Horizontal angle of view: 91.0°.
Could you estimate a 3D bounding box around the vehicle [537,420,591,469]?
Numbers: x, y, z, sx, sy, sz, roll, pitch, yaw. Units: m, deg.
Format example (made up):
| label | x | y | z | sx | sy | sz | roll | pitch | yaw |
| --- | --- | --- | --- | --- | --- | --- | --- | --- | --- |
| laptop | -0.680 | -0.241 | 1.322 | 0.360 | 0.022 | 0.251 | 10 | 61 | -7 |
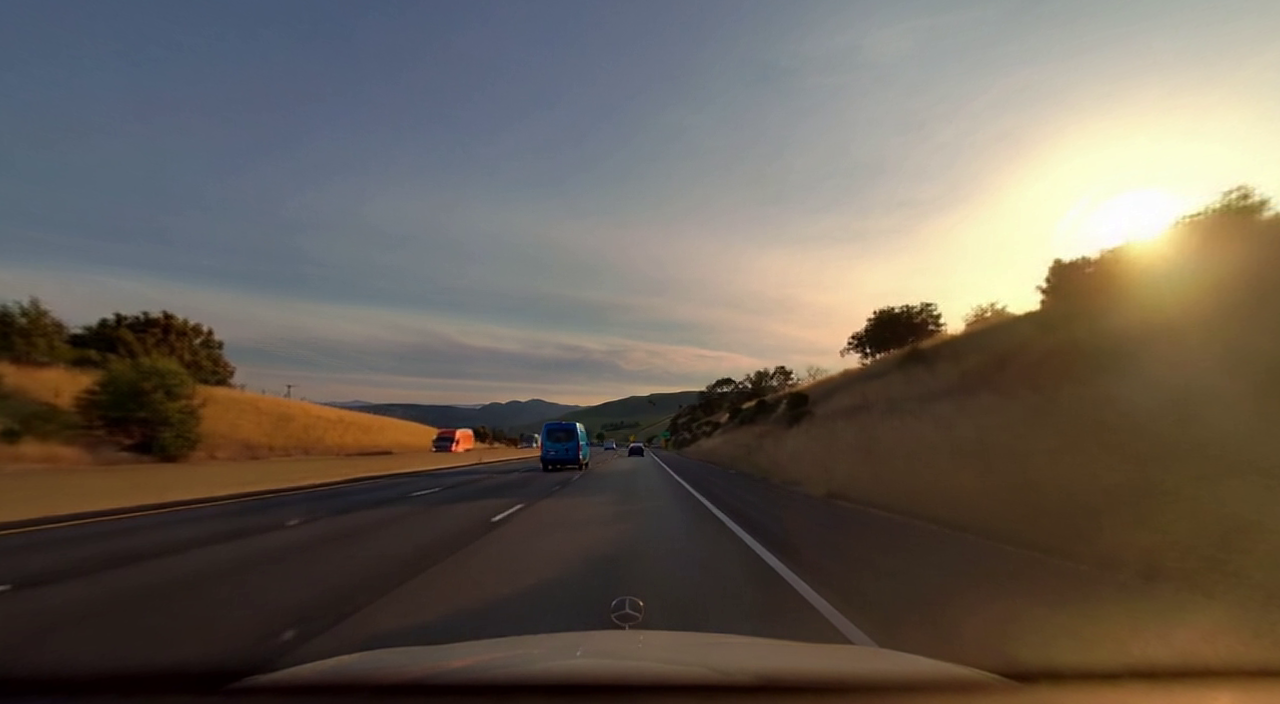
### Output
| label | x | y | z | sx | sy | sz | roll | pitch | yaw |
| --- | --- | --- | --- | --- | --- | --- | --- | --- | --- |
| vehicle | -4.058 | 5.128 | 34.808 | 2.329 | 2.483 | 5.428 | 0 | -8 | 0 |
